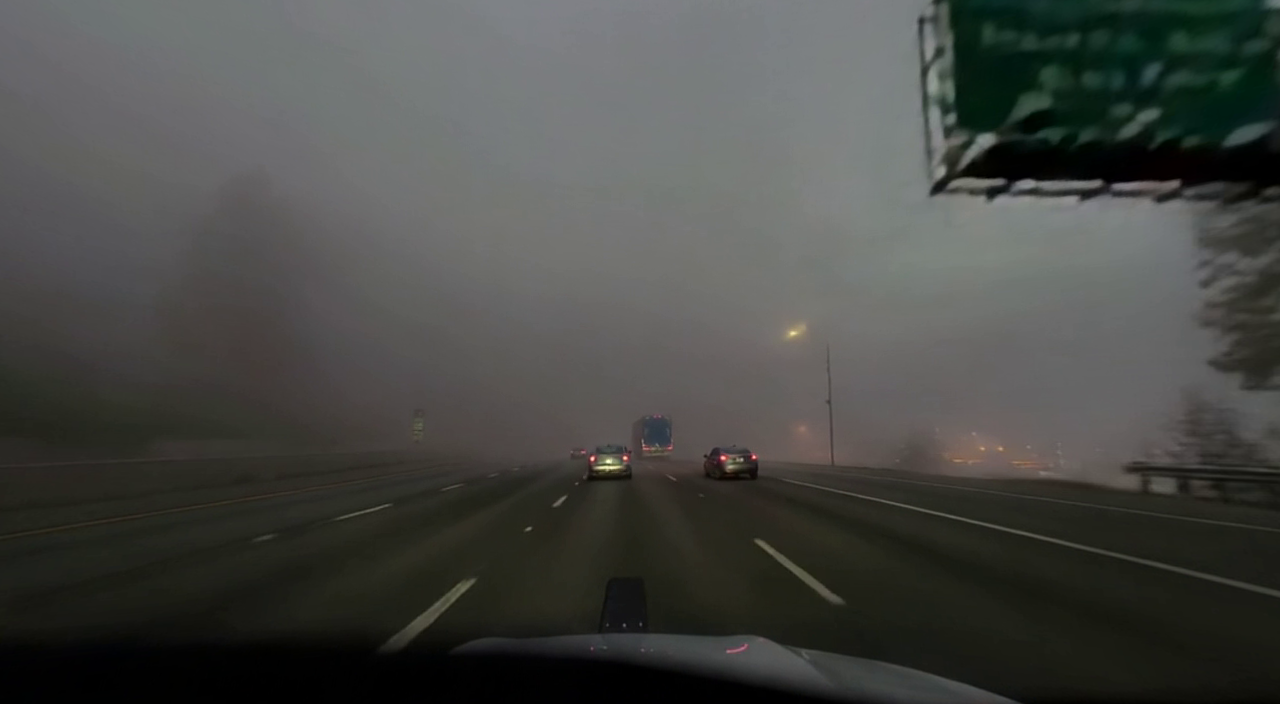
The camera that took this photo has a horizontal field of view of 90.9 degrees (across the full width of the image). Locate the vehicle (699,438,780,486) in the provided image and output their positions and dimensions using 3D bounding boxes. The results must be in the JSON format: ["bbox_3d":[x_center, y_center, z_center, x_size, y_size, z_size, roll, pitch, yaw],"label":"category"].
[{"bbox_3d":[3.348,3.797,22.110,1.971,1.472,4.301,0,-9,-2],"label":"vehicle"}]

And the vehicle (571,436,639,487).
[{"bbox_3d":[-1.063,3.591,20.975,2.020,1.516,3.951,0,-9,0],"label":"vehicle"}]
